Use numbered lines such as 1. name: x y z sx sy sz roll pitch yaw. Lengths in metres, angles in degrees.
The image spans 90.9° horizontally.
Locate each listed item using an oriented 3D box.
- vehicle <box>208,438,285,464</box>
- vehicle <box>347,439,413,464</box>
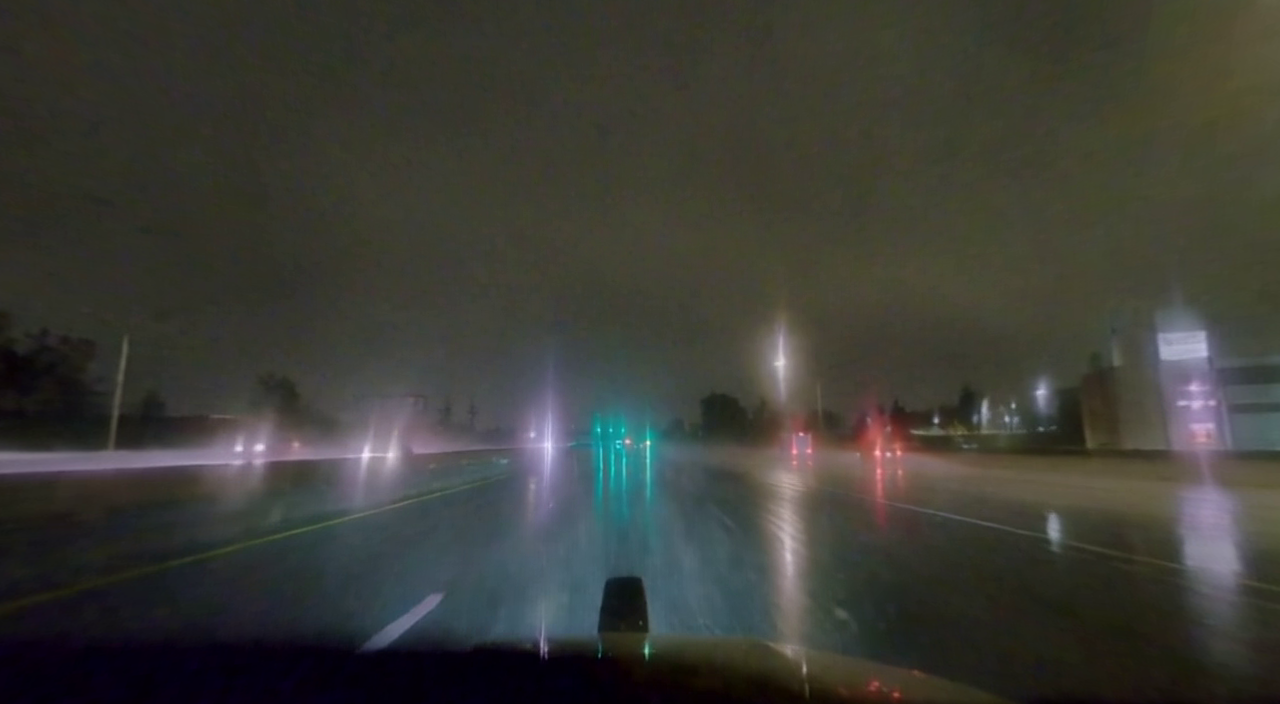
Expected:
1. vehicle: -25.541 6.439 41.165 2.064 1.592 4.701 0 -8 -1
2. vehicle: -16.566 6.357 40.440 2.132 1.496 5.069 0 -8 -1
